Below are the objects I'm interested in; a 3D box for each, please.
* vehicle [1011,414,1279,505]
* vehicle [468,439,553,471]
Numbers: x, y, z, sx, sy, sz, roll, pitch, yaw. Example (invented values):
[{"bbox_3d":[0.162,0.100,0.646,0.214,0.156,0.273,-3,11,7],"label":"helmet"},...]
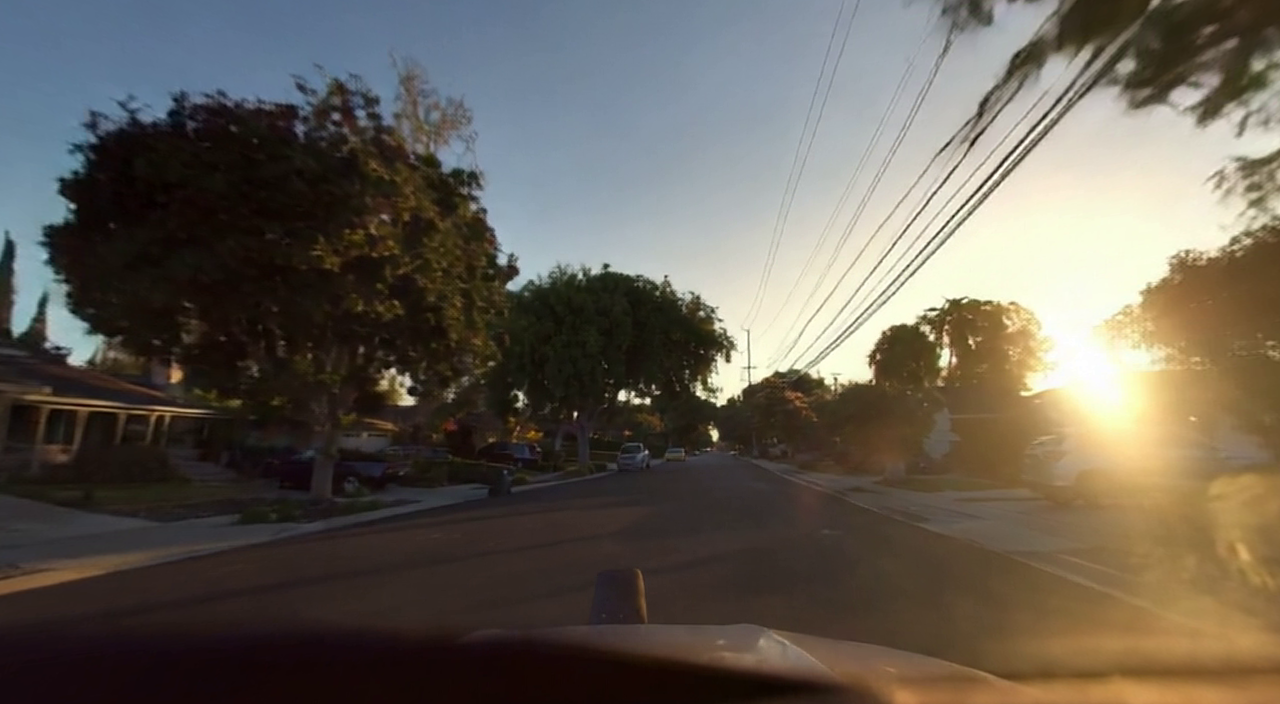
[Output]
[{"bbox_3d":[12.149,2.441,14.521,5.693,1.886,2.235,-1,-9,7],"label":"vehicle"},{"bbox_3d":[-8.513,6.770,41.730,5.033,1.997,2.126,-1,-9,5],"label":"vehicle"}]
